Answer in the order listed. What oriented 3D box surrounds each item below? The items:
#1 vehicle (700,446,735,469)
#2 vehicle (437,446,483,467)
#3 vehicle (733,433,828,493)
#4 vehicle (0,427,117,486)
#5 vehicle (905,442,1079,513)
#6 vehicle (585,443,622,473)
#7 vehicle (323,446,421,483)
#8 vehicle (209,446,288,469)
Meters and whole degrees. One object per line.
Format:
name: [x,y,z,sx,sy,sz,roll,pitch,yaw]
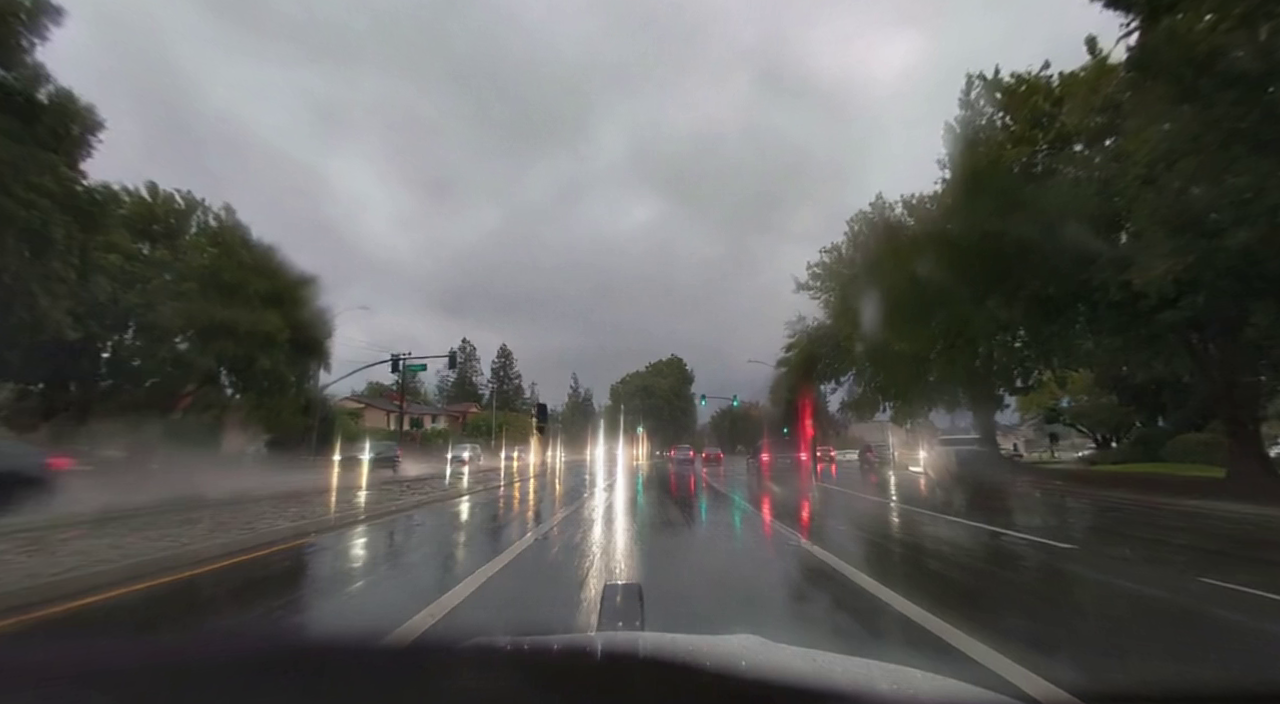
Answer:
vehicle: [5.344,7.336,44.125,2.064,1.474,4.389,0,-9,2]
vehicle: [-13.789,8.004,48.587,1.907,1.493,4.433,-1,-9,5]
vehicle: [4.653,3.764,21.760,2.209,1.813,4.724,0,-9,0]
vehicle: [-19.627,3.295,20.062,1.994,1.685,4.602,0,-9,2]
vehicle: [8.328,2.972,15.480,1.949,1.492,4.103,0,-9,1]
vehicle: [-2.333,6.998,41.939,2.258,1.812,4.650,0,-9,-1]
vehicle: [-11.619,4.873,27.803,2.126,1.453,4.562,0,-9,3]
vehicle: [-30.005,8.097,48.597,4.661,1.711,1.992,3,-8,-15]
